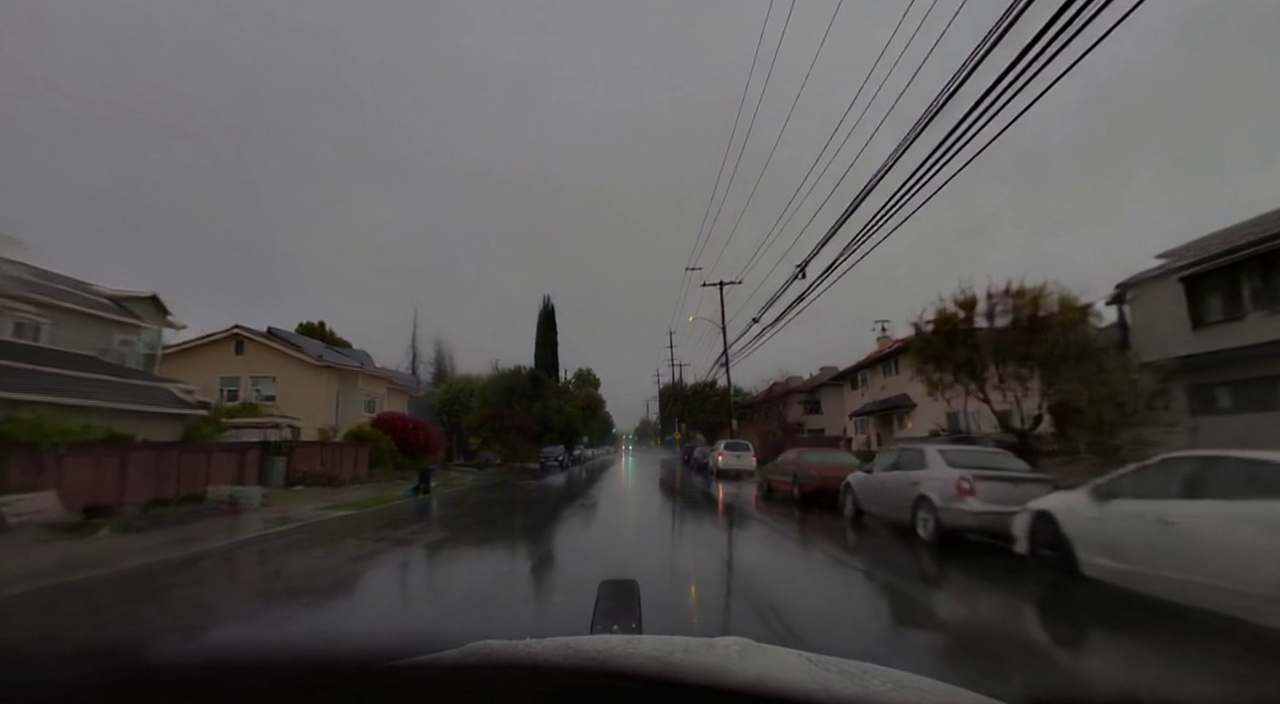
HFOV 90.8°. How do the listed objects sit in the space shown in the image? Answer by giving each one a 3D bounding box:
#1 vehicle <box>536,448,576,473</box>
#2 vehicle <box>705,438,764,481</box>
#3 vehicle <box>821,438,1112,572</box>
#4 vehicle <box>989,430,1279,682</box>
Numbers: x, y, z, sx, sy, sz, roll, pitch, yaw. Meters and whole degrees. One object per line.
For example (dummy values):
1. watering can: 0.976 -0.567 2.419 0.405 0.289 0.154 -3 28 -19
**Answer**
1. vehicle: -5.501 7.165 41.792 2.031 1.468 4.165 -2 -9 0
2. vehicle: 4.479 5.165 30.653 2.086 1.885 4.323 0 -8 -1
3. vehicle: 4.584 2.174 9.975 1.835 1.554 4.870 0 -8 -2
4. vehicle: 4.699 1.317 4.510 1.859 1.469 4.550 0 -8 1
